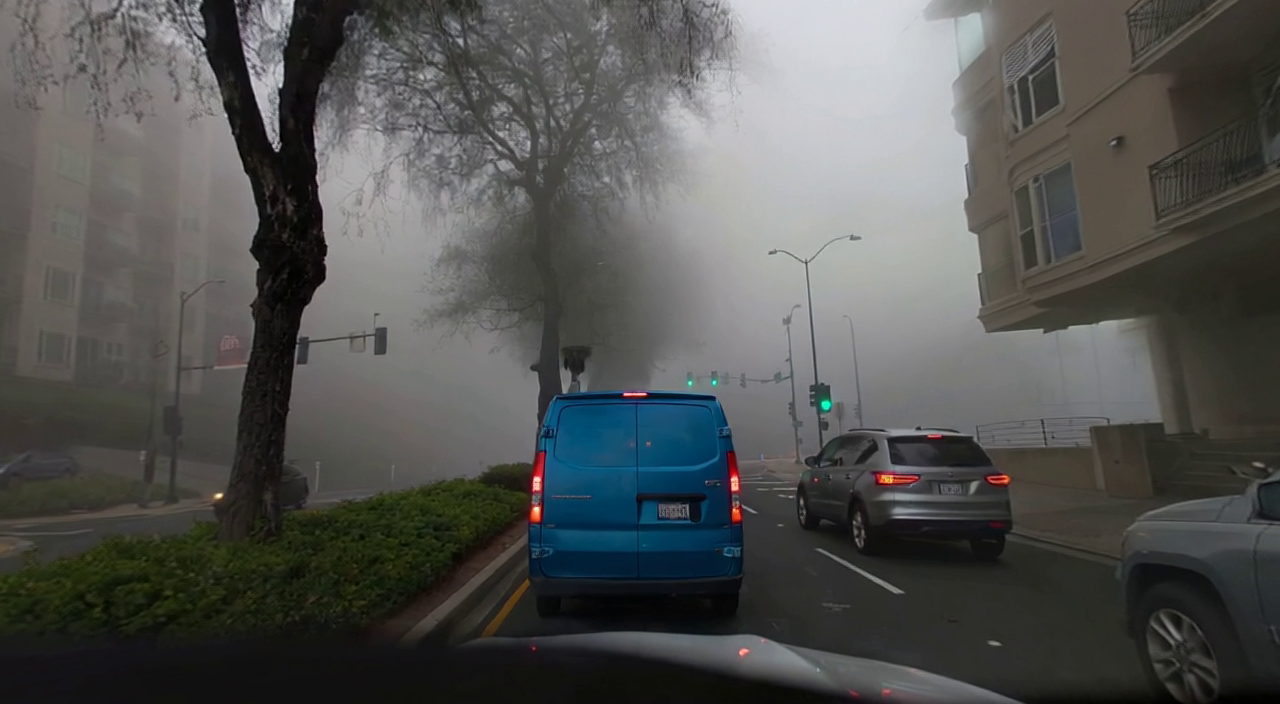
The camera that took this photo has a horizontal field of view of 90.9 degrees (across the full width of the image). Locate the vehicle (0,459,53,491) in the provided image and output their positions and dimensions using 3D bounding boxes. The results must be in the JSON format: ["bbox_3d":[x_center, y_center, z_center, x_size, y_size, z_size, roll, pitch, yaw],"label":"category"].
[{"bbox_3d":[-35.493,6.845,35.135,3.843,1.680,1.782,-1,-9,4],"label":"vehicle"}]

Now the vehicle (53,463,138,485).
[{"bbox_3d":[-38.483,8.633,44.619,4.396,1.458,1.809,-1,-9,2],"label":"vehicle"}]

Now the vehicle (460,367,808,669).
[{"bbox_3d":[-0.032,1.323,6.043,2.101,1.828,4.270,0,-9,0],"label":"vehicle"}]

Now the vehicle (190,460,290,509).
[{"bbox_3d":[-14.397,4.745,23.003,1.852,1.485,4.428,2,-9,-16],"label":"vehicle"}]

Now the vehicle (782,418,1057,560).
[{"bbox_3d":[3.917,2.004,10.020,2.061,1.676,4.734,0,-9,-2],"label":"vehicle"}]

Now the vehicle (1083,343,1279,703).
[{"bbox_3d":[3.805,0.695,1.742,2.157,1.748,4.130,0,-9,1],"label":"vehicle"}]

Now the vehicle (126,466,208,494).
[{"bbox_3d":[-33.322,9.056,44.507,4.292,1.492,1.772,-6,-14,-1],"label":"vehicle"}]
